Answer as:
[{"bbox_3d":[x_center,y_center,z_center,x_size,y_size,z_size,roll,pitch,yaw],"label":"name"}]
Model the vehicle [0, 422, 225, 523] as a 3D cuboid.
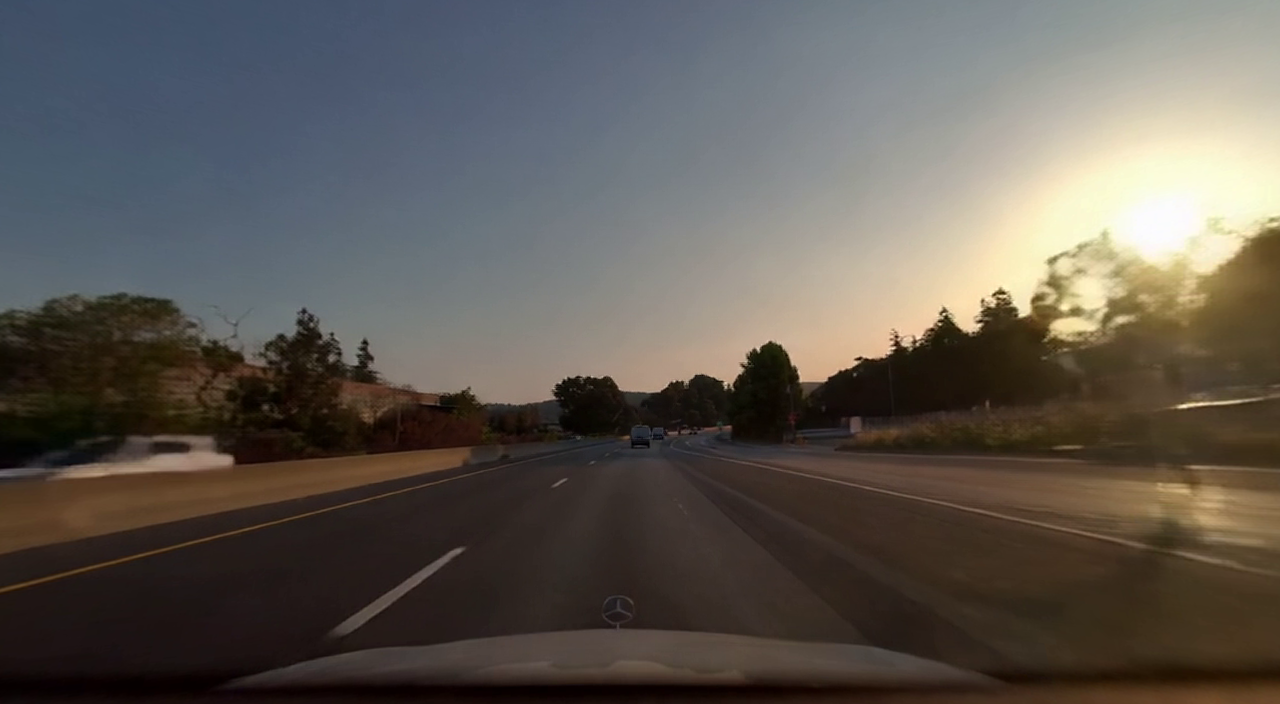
[{"bbox_3d":[-11.130,2.321,12.826,2.008,1.649,4.942,0,-8,-1],"label":"vehicle"}]
